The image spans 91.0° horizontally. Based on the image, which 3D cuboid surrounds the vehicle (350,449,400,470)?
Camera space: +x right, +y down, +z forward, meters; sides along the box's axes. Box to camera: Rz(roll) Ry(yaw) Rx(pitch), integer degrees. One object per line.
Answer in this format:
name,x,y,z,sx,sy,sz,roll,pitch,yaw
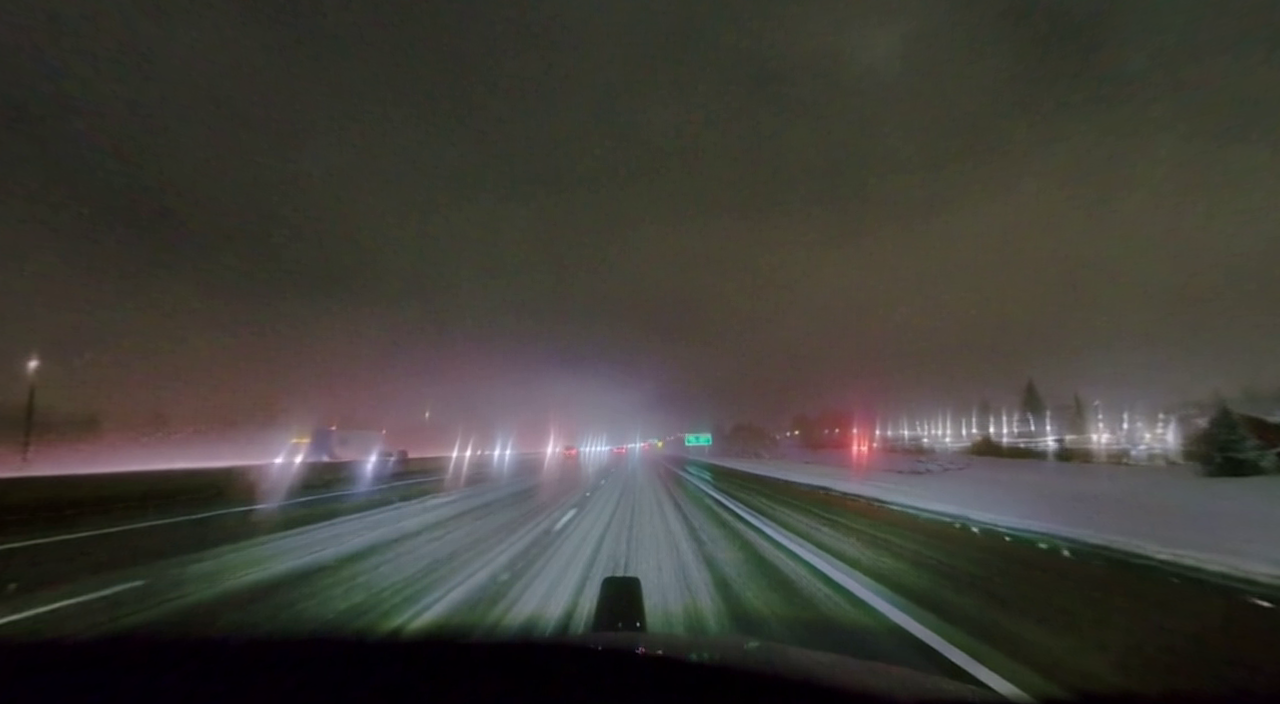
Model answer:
vehicle,-20.588,8.356,49.040,1.992,1.481,4.283,0,-9,1
